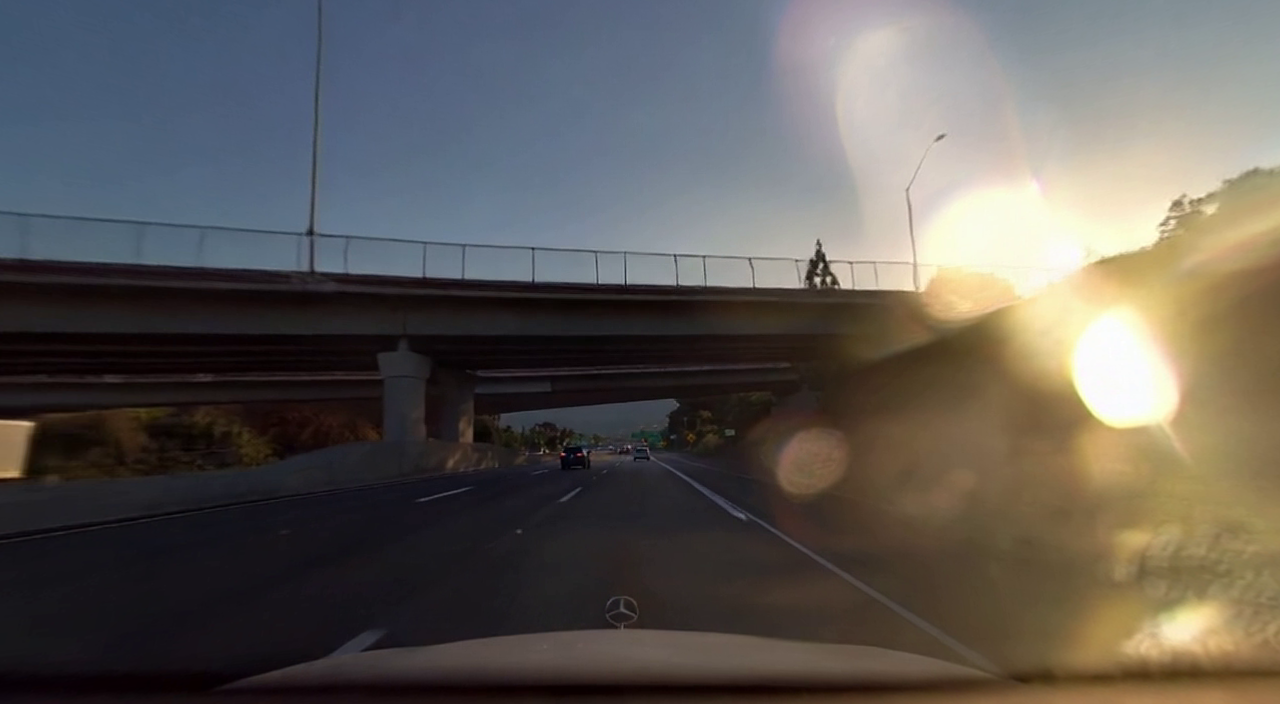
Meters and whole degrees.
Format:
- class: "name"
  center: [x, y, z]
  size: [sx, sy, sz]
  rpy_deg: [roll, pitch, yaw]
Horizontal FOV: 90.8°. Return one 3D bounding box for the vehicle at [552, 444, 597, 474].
- class: "vehicle"
  center: [-4.188, 6.938, 41.150]
  size: [2.272, 1.759, 5.058]
  rpy_deg: [0, -9, 1]
